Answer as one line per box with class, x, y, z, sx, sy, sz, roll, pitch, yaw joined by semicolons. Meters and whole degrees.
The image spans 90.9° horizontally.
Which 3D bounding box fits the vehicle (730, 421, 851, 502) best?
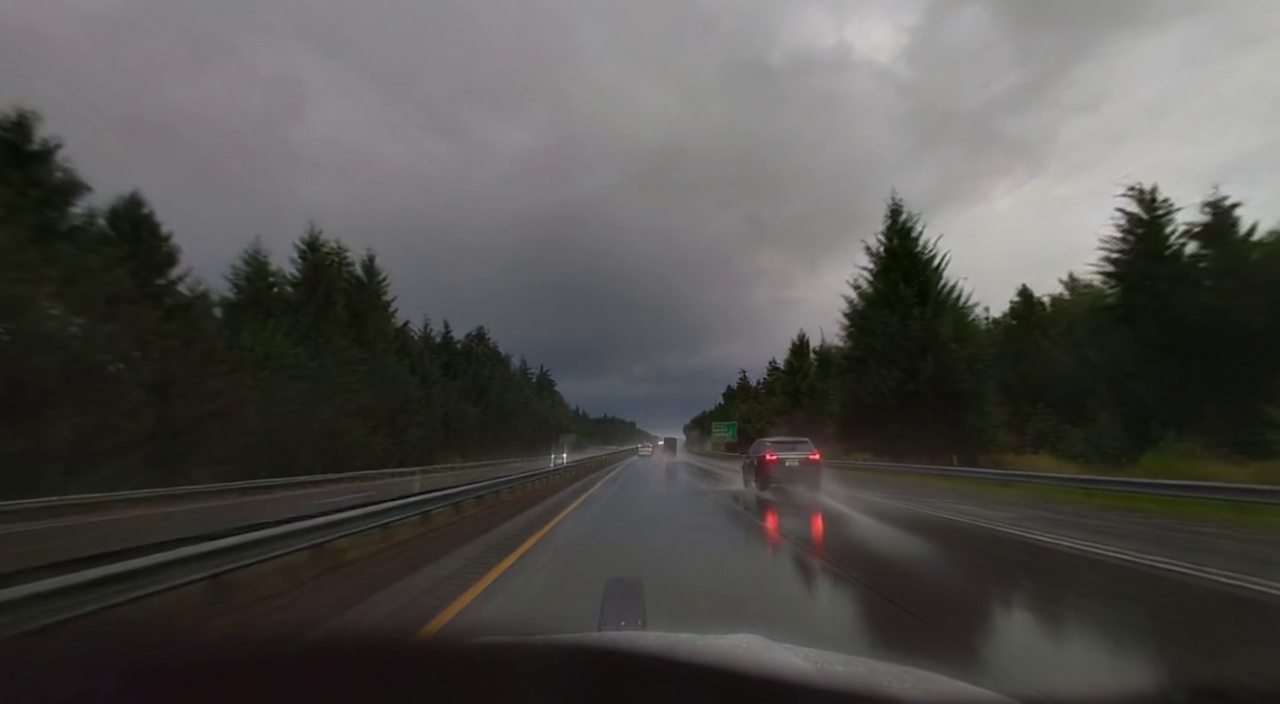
vehicle;4.119;3.121;18.304;2.189;2.007;4.872;0;-9;-1
